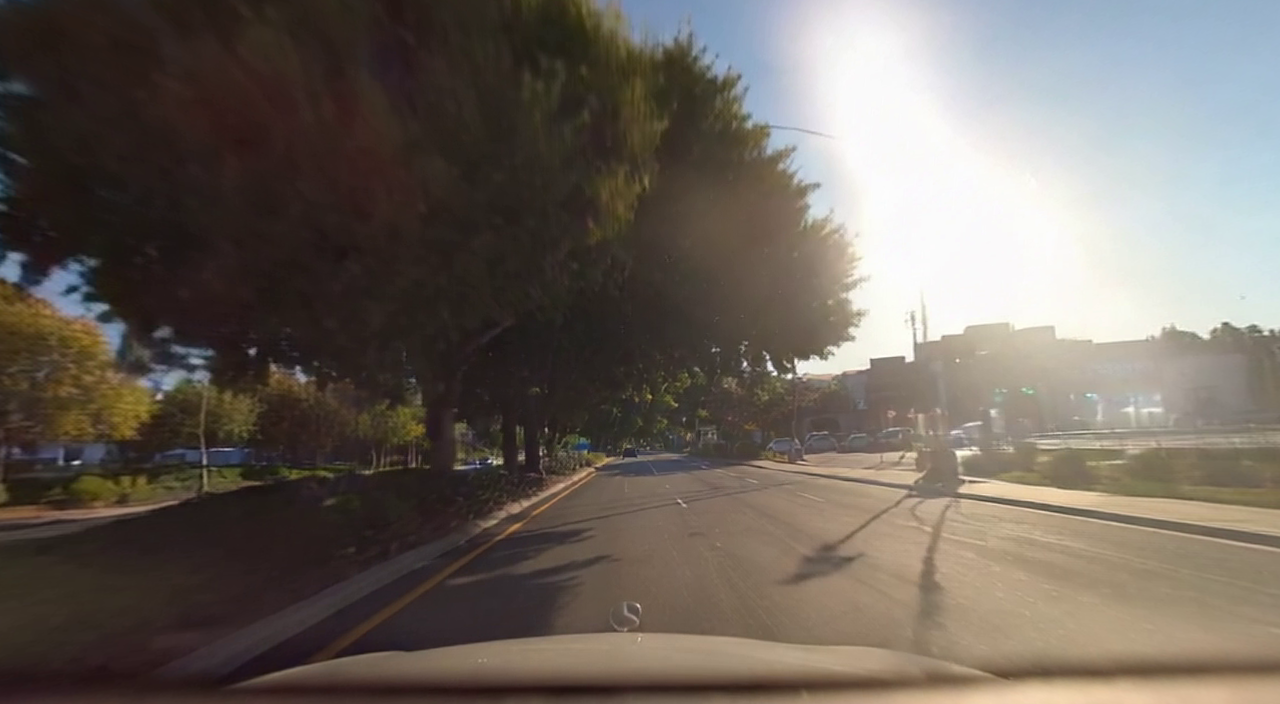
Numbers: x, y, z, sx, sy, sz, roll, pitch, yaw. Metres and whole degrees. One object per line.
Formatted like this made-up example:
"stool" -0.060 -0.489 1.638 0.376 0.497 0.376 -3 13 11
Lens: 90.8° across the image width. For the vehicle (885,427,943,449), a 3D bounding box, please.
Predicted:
"vehicle" 19.048 6.026 44.143 1.797 1.425 4.645 0 -8 -2
